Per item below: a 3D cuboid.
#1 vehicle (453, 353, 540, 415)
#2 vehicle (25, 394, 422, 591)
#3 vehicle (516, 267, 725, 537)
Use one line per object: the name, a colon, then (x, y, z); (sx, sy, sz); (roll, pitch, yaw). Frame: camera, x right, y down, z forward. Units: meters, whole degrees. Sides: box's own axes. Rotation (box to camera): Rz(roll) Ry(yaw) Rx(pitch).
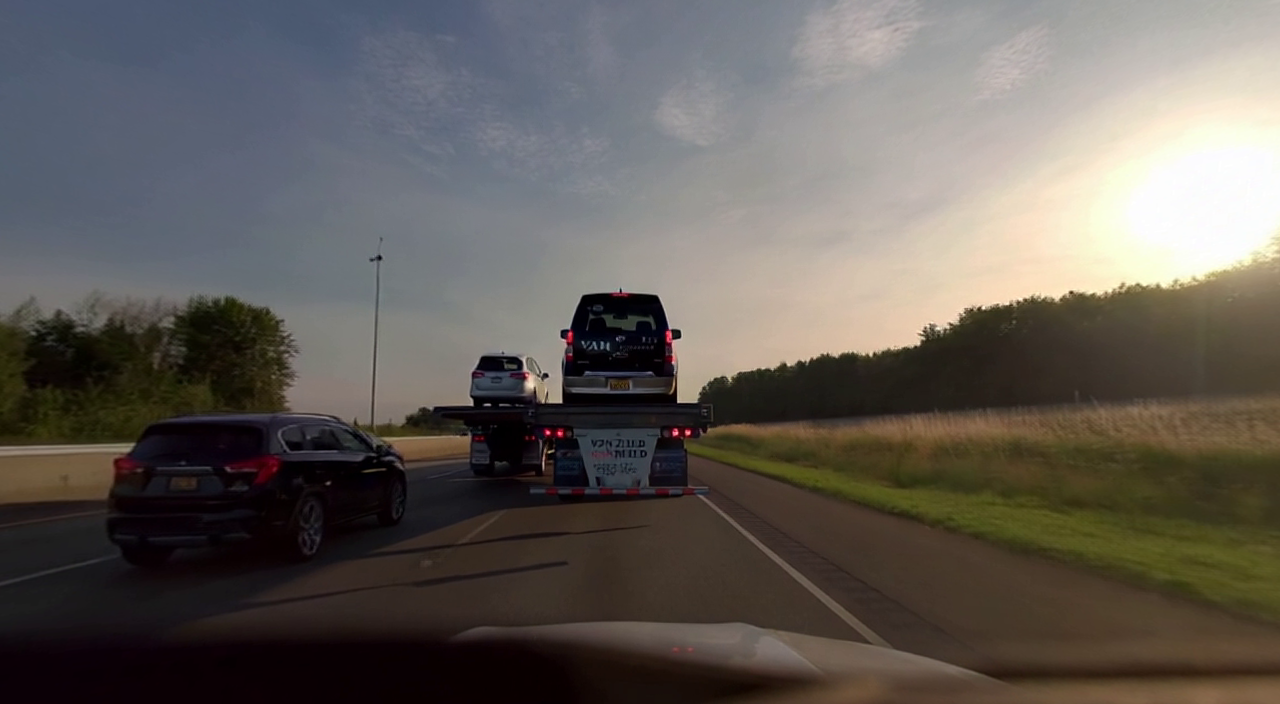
vehicle: (-4.787, 1.215, 21.793); (2.118, 1.799, 4.591); (0, -7, -3)
vehicle: (-4.335, 1.484, 7.636); (1.914, 1.675, 4.331); (0, -7, -2)
vehicle: (-0.387, 1.221, 13.067); (2.738, 3.628, 9.223); (0, -7, -2)
